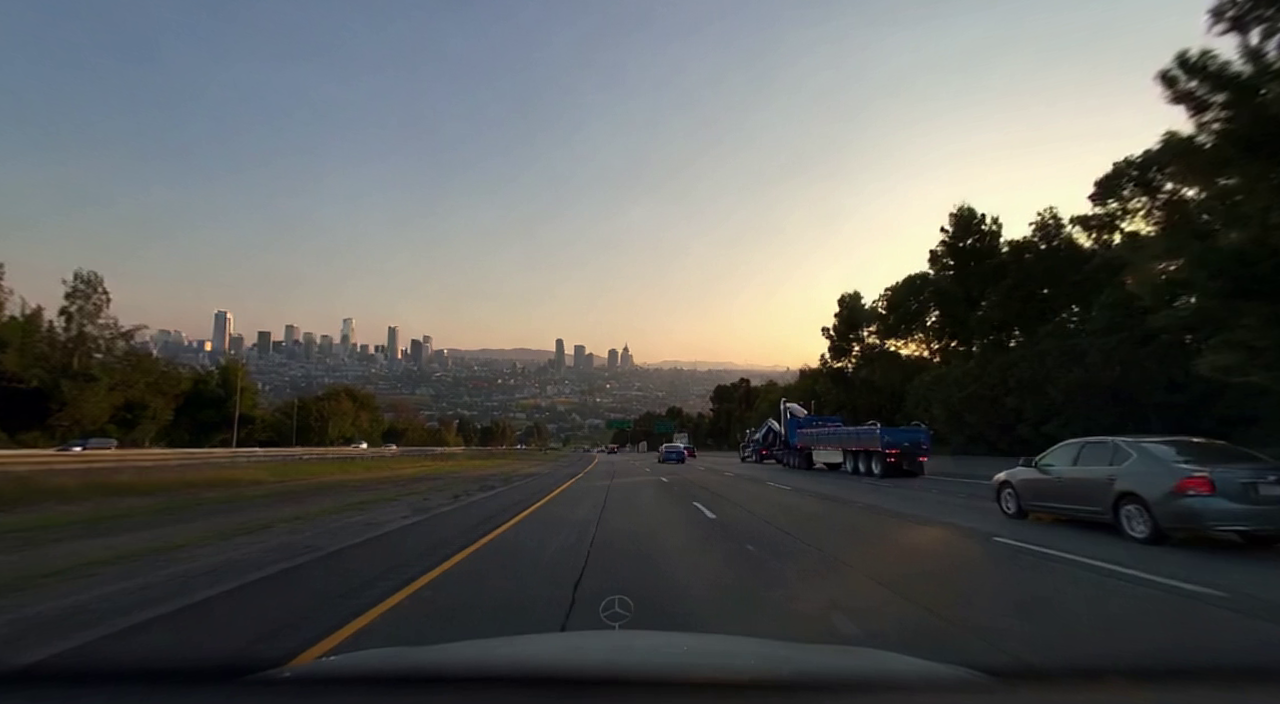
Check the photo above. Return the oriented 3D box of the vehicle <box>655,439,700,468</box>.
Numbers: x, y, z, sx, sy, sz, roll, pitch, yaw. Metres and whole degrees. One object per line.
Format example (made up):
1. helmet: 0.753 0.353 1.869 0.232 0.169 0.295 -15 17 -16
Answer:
1. vehicle: 2.328 6.499 40.508 2.305 1.729 4.526 0 -8 -4

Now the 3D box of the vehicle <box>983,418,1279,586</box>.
1. vehicle: 6.810 1.712 8.144 2.106 1.519 4.560 0 -8 -2

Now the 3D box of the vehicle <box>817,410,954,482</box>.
1. vehicle: 10.091 3.983 26.949 2.873 2.663 6.922 0 -8 -2
